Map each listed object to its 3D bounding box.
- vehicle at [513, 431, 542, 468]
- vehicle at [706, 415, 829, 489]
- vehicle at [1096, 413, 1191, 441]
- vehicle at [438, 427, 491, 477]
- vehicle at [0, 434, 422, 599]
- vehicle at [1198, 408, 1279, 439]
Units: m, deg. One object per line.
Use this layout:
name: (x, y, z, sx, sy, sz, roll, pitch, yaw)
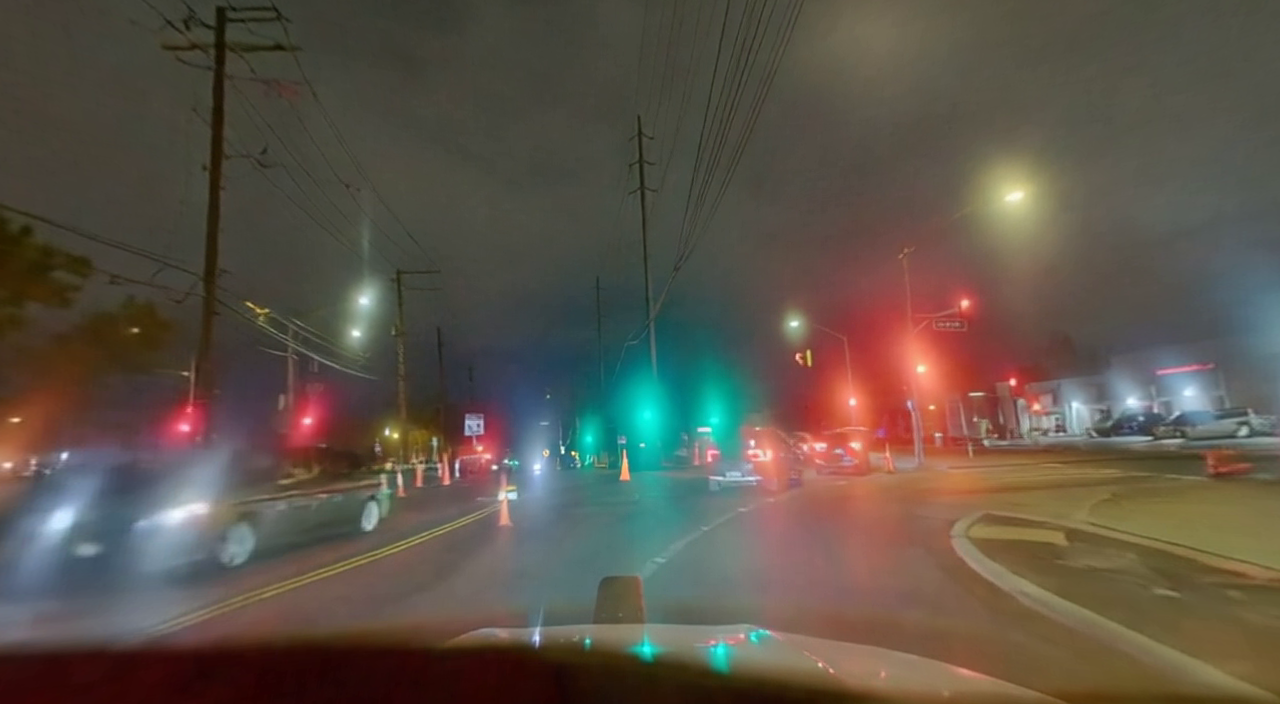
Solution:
vehicle: (-8.617, 7.481, 48.575, 1.959, 2.654, 4.078, 1, -8, -7)
vehicle: (3.969, 2.951, 18.862, 2.256, 1.859, 5.118, -4, -9, 27)
vehicle: (33.337, 5.039, 41.929, 1.937, 1.688, 4.382, 5, -10, -35)
vehicle: (-10.357, 5.903, 37.497, 2.185, 2.644, 3.306, -5, -8, -4)
vehicle: (-4.982, 1.905, 8.423, 2.103, 1.526, 4.743, -1, -8, 5)
vehicle: (36.409, 4.249, 37.377, 1.922, 1.704, 4.550, 5, -10, -32)
